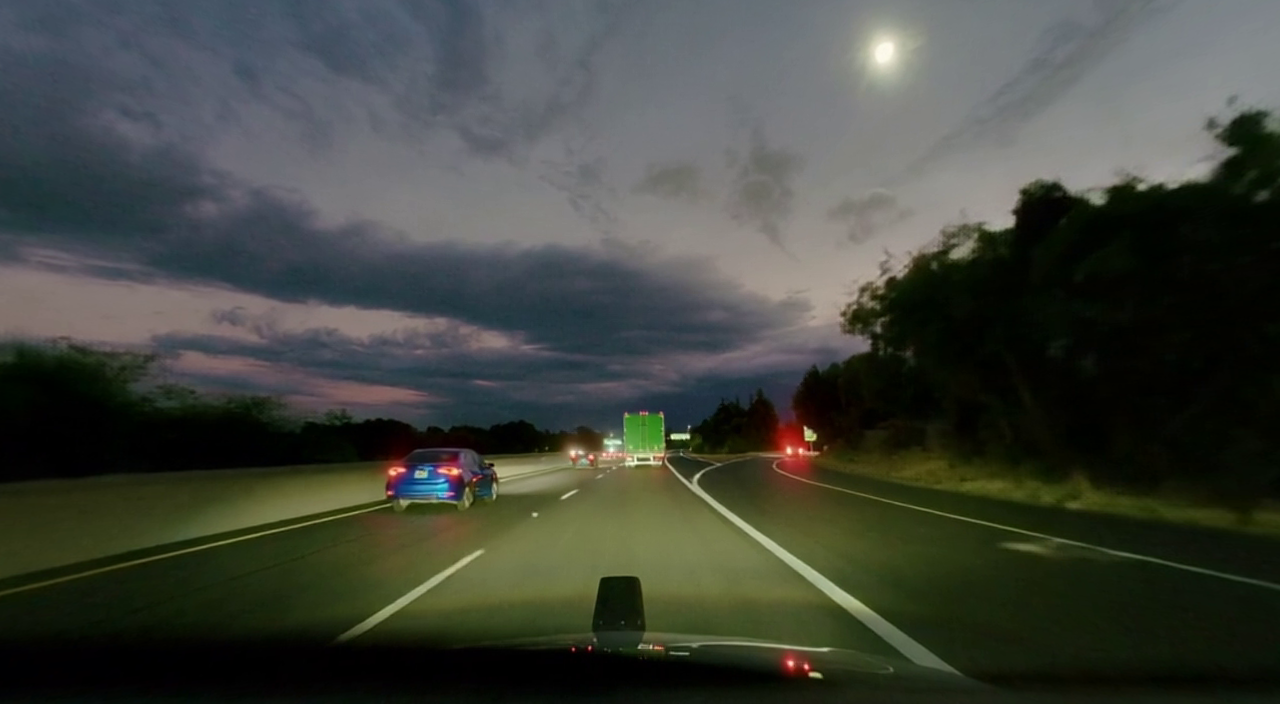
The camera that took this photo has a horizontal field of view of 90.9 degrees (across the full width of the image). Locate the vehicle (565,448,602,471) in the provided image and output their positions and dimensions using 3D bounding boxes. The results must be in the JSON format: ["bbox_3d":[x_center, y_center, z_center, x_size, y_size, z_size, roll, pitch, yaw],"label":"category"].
[{"bbox_3d":[-3.669,7.044,41.583,1.981,1.435,4.199,0,-9,1],"label":"vehicle"}]

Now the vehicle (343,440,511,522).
[{"bbox_3d":[-4.280,2.660,13.536,2.010,1.461,4.391,0,-9,1],"label":"vehicle"}]

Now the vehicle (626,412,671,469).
[{"bbox_3d":[0.599,6.406,44.978,2.893,3.628,9.081,0,-9,1],"label":"vehicle"}]
